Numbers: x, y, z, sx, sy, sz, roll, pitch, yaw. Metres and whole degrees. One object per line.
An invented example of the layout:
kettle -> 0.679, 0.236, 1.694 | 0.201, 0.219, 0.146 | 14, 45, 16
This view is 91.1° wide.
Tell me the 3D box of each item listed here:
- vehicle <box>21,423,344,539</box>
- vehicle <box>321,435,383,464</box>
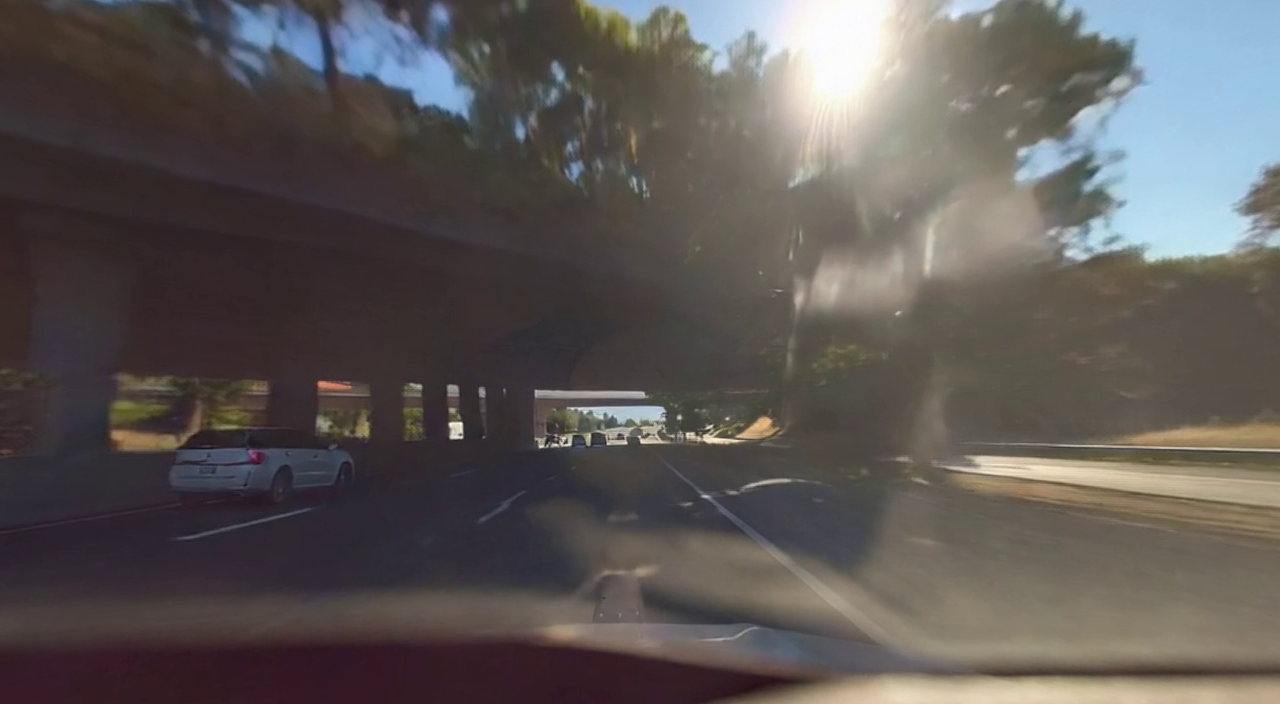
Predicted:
vehicle -> -7.172, 2.029, 10.660 | 2.118, 1.524, 4.422 | 0, -8, 1
vehicle -> -17.696, 6.011, 38.854 | 1.851, 1.666, 4.204 | 0, -8, 0
